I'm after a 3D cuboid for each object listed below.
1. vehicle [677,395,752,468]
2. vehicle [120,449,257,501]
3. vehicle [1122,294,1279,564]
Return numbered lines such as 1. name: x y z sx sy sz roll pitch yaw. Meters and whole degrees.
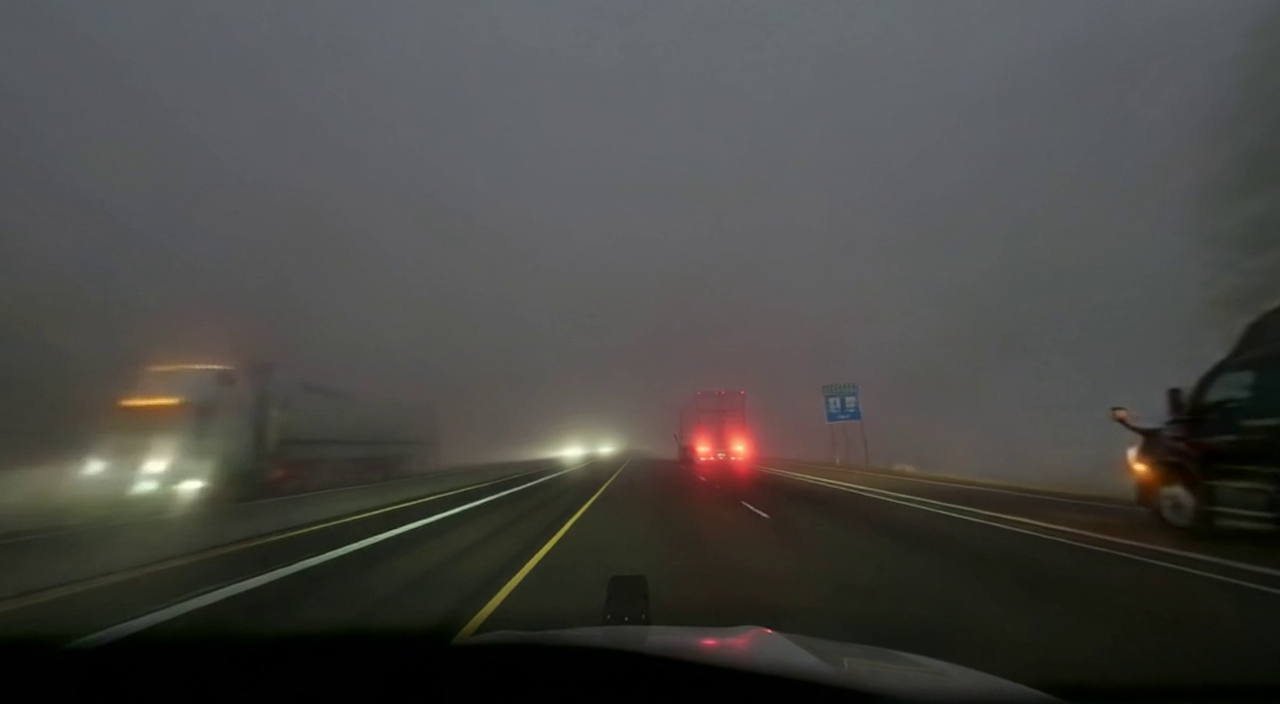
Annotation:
1. vehicle: 4.746 5.641 44.022 3.187 4.197 15.004 0 -8 -1
2. vehicle: -15.317 4.149 21.638 1.746 1.518 3.857 -1 -8 2
3. vehicle: 7.768 0.541 4.691 2.474 2.730 7.349 0 -8 0
